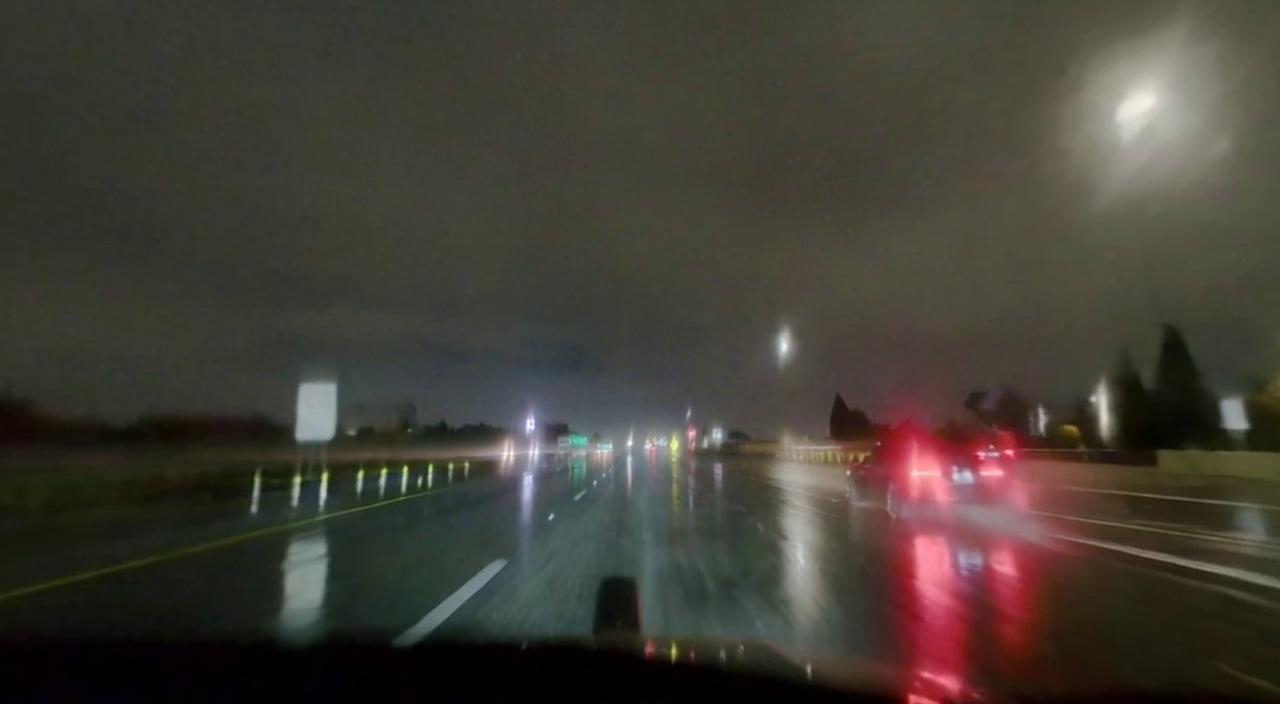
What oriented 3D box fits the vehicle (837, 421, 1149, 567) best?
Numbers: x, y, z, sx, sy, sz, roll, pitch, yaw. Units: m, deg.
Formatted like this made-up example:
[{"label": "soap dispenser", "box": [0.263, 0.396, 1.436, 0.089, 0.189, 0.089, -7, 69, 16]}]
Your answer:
[{"label": "vehicle", "box": [4.467, 1.853, 8.852, 1.984, 1.540, 3.973, 0, -9, -1]}]
